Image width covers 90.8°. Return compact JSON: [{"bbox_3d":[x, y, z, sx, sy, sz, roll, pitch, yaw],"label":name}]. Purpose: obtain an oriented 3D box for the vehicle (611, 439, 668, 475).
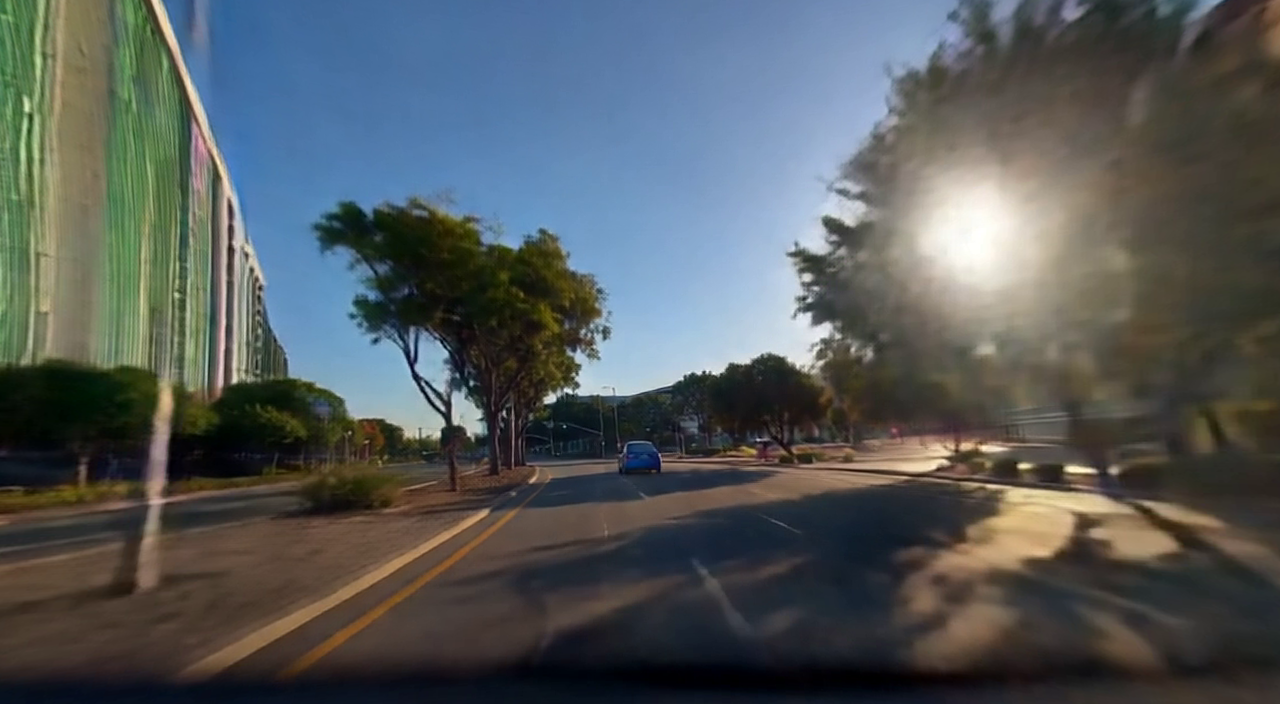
[{"bbox_3d":[-0.128,5.272,31.935,2.165,1.633,4.381,1,-9,-10],"label":"vehicle"}]
